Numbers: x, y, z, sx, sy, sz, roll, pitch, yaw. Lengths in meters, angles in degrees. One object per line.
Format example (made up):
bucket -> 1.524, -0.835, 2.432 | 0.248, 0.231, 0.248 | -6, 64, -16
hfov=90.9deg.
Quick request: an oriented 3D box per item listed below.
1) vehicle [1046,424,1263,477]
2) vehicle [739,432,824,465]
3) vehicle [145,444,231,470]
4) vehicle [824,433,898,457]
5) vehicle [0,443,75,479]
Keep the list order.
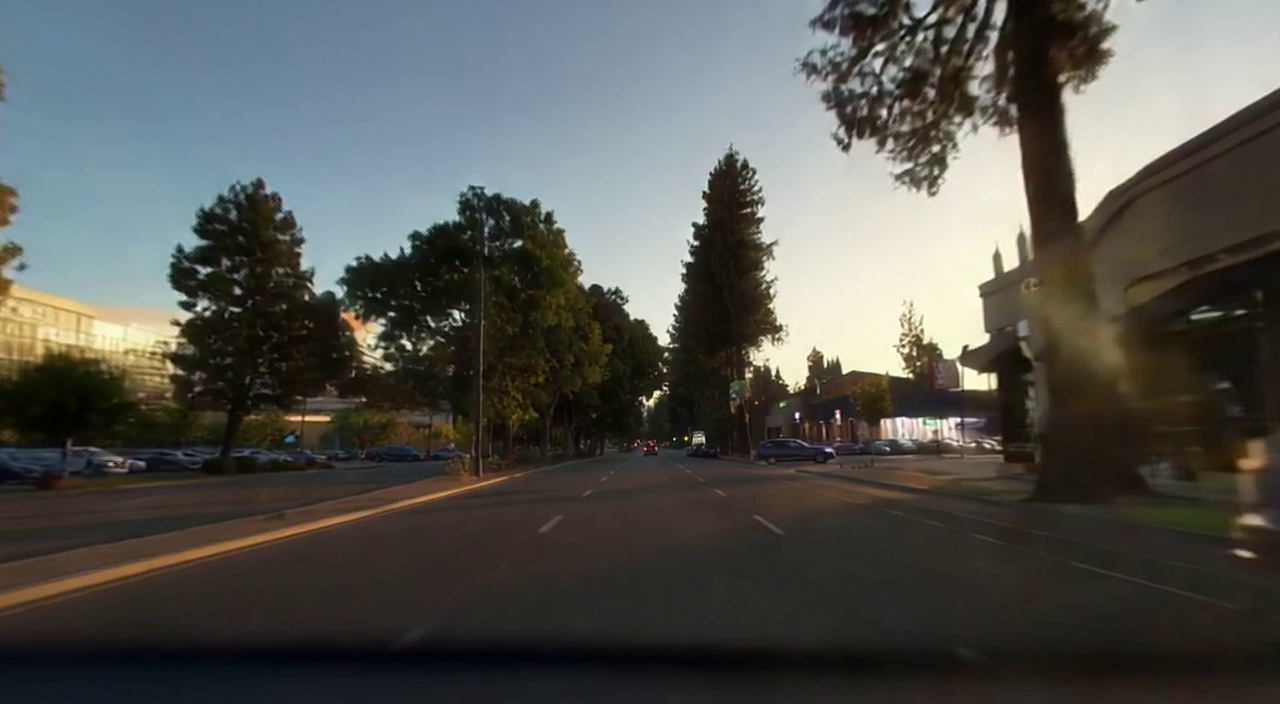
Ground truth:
vehicle -> 17.286, 3.337, 21.412 | 5.283, 1.646, 2.435 | 0, -8, -3
vehicle -> 9.582, 6.568, 42.716 | 5.329, 2.114, 2.325 | -3, -9, 19
vehicle -> -32.250, 7.468, 45.035 | 4.557, 1.773, 2.018 | 0, -9, 1
vehicle -> 17.082, 7.235, 48.954 | 4.897, 1.739, 2.259 | -1, -8, 2
vehicle -> -31.765, 5.394, 31.379 | 4.868, 1.673, 2.341 | 0, -8, -2
